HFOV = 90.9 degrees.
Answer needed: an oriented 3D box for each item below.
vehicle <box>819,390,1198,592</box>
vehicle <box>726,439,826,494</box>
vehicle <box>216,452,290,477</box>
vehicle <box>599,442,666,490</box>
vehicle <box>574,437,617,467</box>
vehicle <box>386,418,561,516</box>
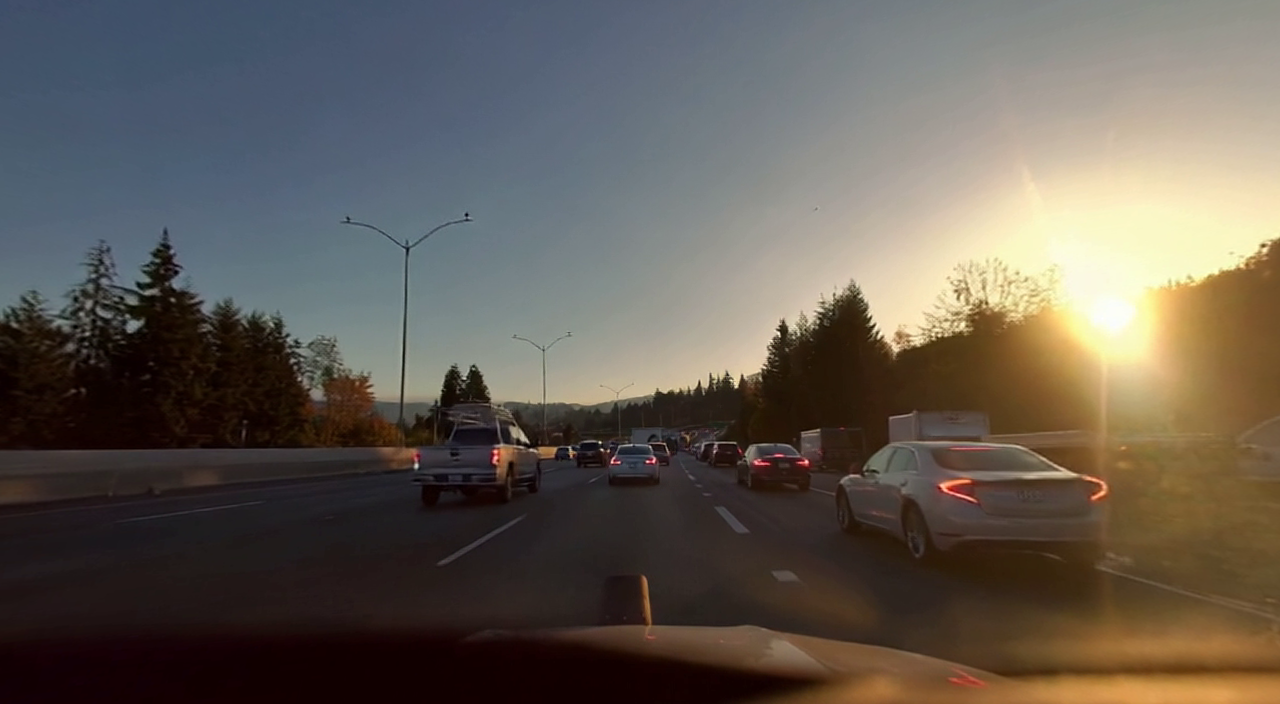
[{"bbox_3d":[3.918,1.560,7.938,1.999,1.777,4.578,0,-8,1],"label":"vehicle"},{"bbox_3d":[4.036,3.480,19.580,1.907,1.474,4.840,0,-8,-2],"label":"vehicle"},{"bbox_3d":[-25.790,7.477,42.186,1.956,1.476,4.412,-1,-8,3],"label":"vehicle"},{"bbox_3d":[-0.153,3.803,21.489,2.070,1.456,4.029,0,-8,2],"label":"vehicle"},{"bbox_3d":[-2.830,6.586,41.651,2.110,1.811,5.585,-1,-8,4],"label":"vehicle"},{"bbox_3d":[-3.623,2.674,15.298,2.395,1.892,5.995,0,-8,2],"label":"vehicle"}]
